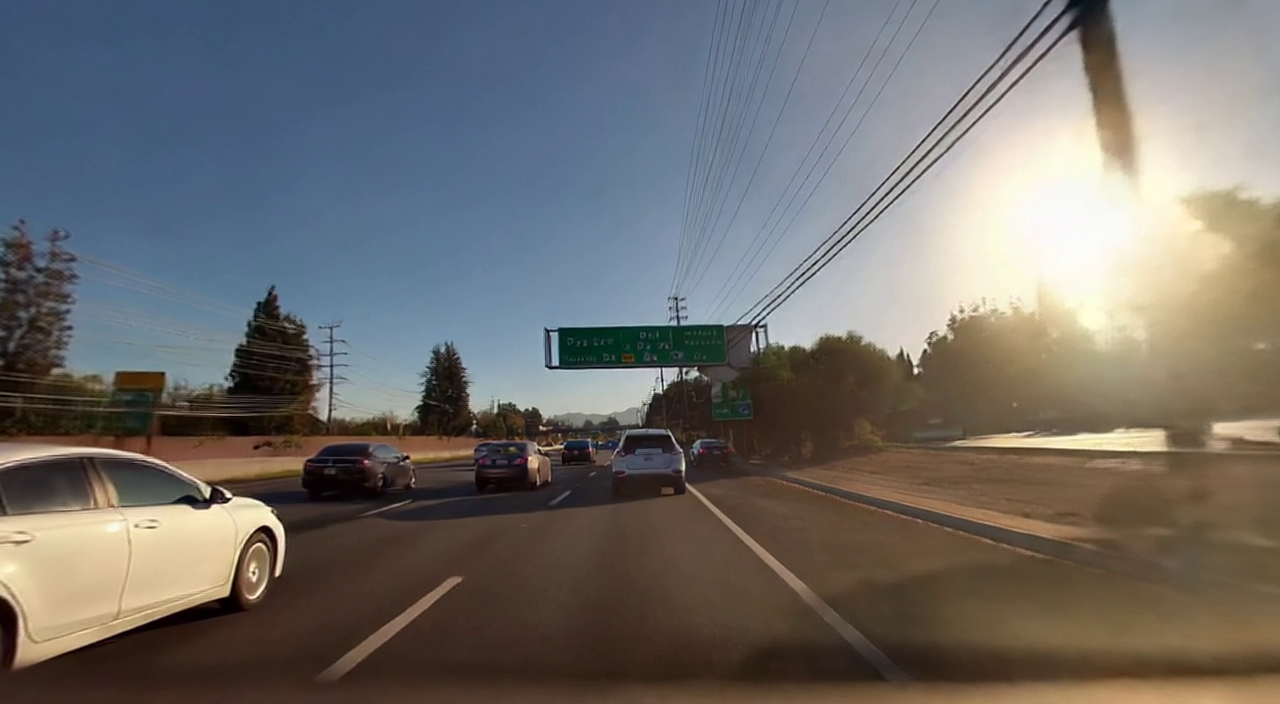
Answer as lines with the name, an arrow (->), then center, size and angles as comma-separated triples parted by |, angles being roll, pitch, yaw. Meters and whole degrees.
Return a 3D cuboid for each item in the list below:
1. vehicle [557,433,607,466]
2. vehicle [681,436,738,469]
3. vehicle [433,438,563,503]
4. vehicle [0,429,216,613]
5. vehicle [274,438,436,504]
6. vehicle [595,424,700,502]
vehicle -> -3.260, 5.578, 36.275 | 2.353, 1.773, 4.286 | 0, -8, 1
vehicle -> 3.312, 4.897, 30.861 | 2.197, 1.464, 4.356 | 0, -8, -1
vehicle -> -3.438, 2.983, 16.394 | 2.203, 1.425, 4.610 | 0, -8, 1
vehicle -> -6.066, 1.394, 5.355 | 1.958, 1.447, 4.454 | 0, -8, -2
vehicle -> -7.112, 2.996, 16.442 | 1.959, 1.435, 4.719 | 0, -8, 1
vehicle -> 0.176, 2.741, 15.939 | 2.284, 1.699, 4.168 | 0, -8, 0
